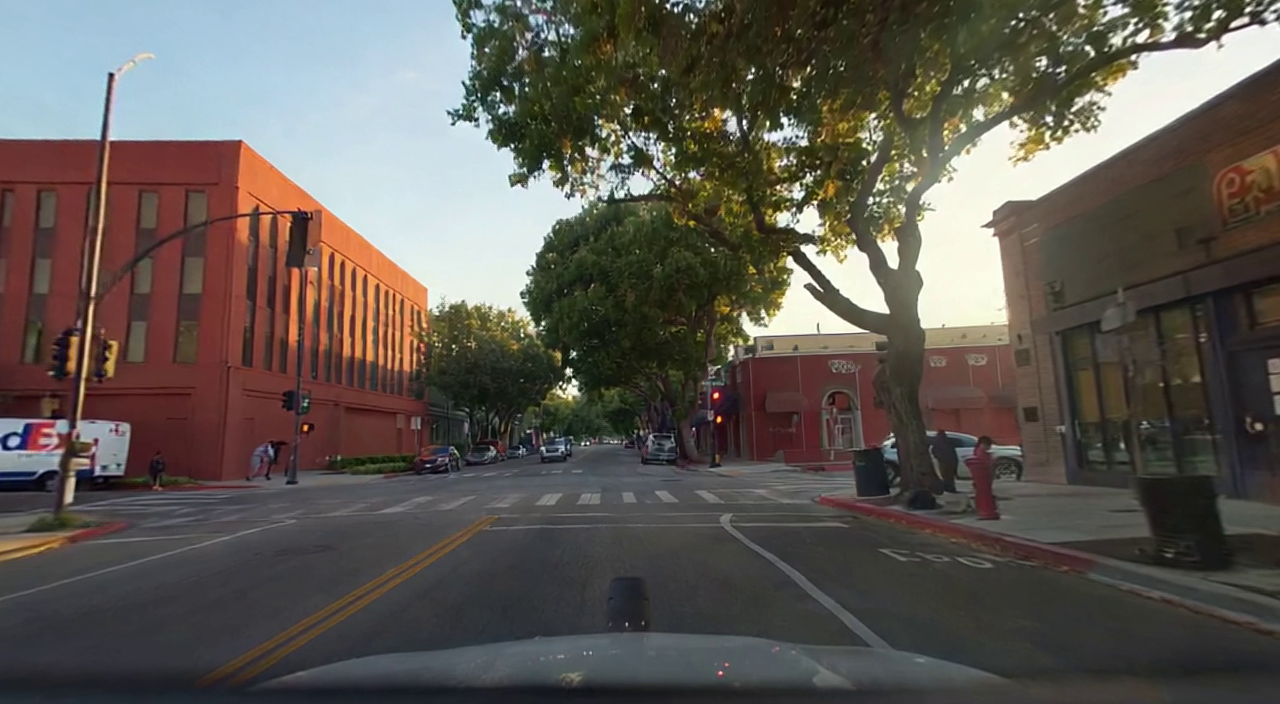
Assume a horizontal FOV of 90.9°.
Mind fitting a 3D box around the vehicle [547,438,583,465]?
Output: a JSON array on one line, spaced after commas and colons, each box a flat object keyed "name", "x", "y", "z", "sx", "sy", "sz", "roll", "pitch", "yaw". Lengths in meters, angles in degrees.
[{"name": "vehicle", "x": -4.632, "y": 6.174, "z": 39.283, "sx": 2.033, "sy": 1.596, "sz": 4.142, "roll": 1, "pitch": -8, "yaw": -4}]

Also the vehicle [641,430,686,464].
[{"name": "vehicle", "x": 1.536, "y": 6.535, "z": 43.437, "sx": 2.557, "sy": 2.188, "sz": 5.164, "roll": 1, "pitch": -8, "yaw": -4}]

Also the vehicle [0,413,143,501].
[{"name": "vehicle", "x": -26.568, "y": 4.326, "z": 25.880, "sx": 9.465, "sy": 3.299, "sz": 3.029, "roll": -1, "pitch": -6, "yaw": -4}]

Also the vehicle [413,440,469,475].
[{"name": "vehicle", "x": -11.153, "y": 5.929, "z": 35.643, "sx": 2.216, "sy": 1.804, "sz": 4.526, "roll": 1, "pitch": -8, "yaw": -7}]

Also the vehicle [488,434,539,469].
[{"name": "vehicle", "x": -7.265, "y": 5.783, "z": 36.770, "sx": 2.242, "sy": 1.887, "sz": 4.924, "roll": 1, "pitch": -8, "yaw": -4}]
